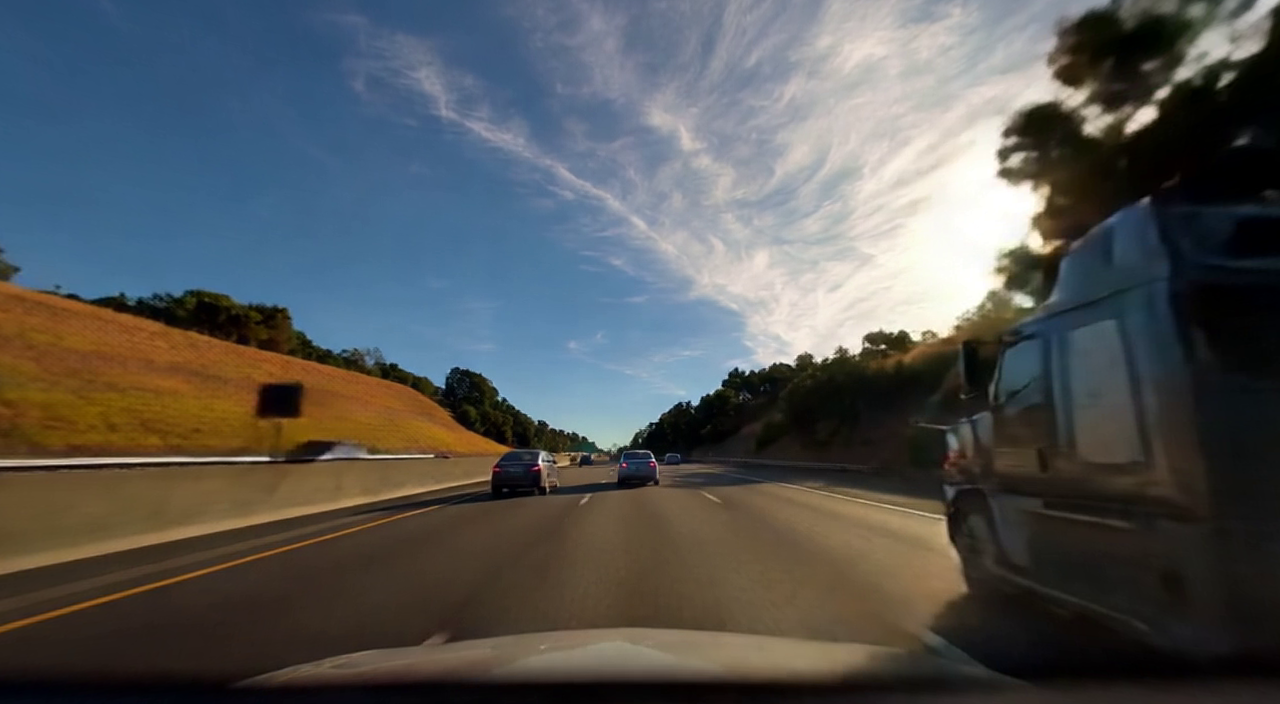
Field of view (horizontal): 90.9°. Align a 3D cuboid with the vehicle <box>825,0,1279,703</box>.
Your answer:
[{"bbox_3d":[4.313,0.344,5.968,3.017,3.953,6.582,0,-9,0],"label":"vehicle"}]

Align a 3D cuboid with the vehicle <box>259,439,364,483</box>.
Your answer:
[{"bbox_3d":[-12.141,4.053,23.634,1.827,1.498,3.936,0,-9,0],"label":"vehicle"}]

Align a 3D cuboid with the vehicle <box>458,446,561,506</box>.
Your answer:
[{"bbox_3d":[-3.752,3.656,19.071,2.153,1.581,4.375,0,-9,0],"label":"vehicle"}]

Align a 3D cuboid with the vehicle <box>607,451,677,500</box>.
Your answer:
[{"bbox_3d":[0.036,3.875,20.201,2.023,1.400,4.028,0,-9,-1],"label":"vehicle"}]
